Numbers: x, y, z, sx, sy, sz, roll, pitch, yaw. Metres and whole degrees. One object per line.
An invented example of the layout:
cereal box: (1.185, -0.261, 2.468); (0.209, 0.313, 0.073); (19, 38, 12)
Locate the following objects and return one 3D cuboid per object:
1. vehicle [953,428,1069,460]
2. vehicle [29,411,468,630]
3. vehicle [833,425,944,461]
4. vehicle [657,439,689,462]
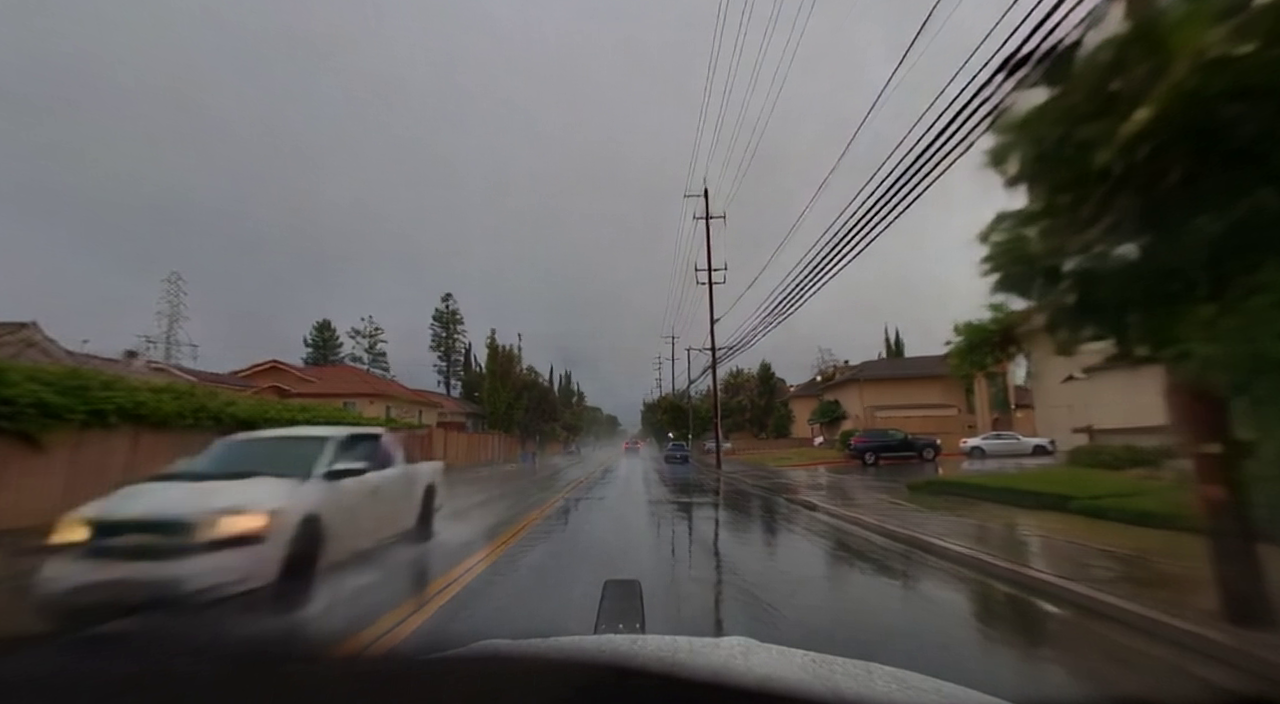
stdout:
vehicle: (18.783, 4.672, 32.164); (4.558, 1.554, 1.990); (0, -9, 4)
vehicle: (-3.613, 1.615, 7.104); (2.146, 1.657, 4.351); (0, -8, 0)
vehicle: (12.545, 4.626, 32.155); (4.701, 1.745, 2.083); (-1, -8, 2)
vehicle: (2.502, 7.558, 48.678); (2.108, 1.710, 4.499); (0, -8, -2)
